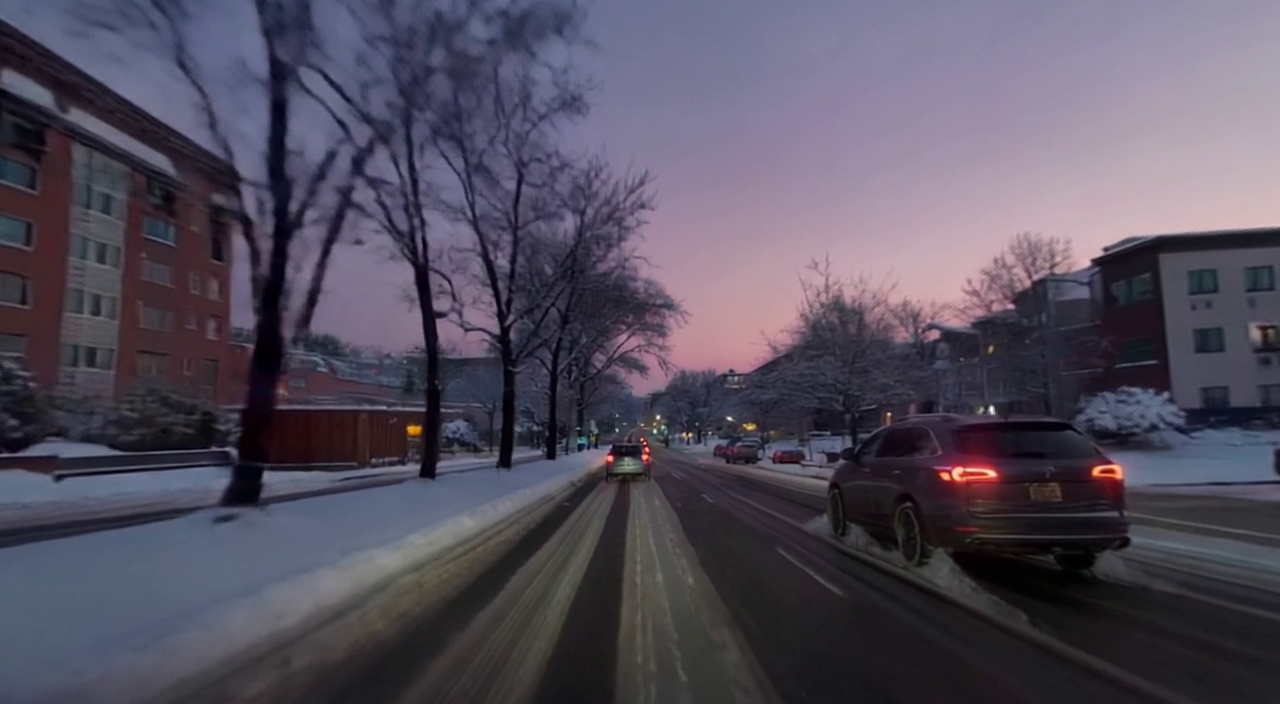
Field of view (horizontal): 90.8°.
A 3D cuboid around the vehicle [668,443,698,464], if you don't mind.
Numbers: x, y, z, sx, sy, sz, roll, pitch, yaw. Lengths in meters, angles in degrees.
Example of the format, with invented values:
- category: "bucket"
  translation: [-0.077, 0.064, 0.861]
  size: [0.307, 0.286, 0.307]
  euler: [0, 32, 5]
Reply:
- category: "vehicle"
  translation: [3.263, 7.810, 48.713]
  size: [1.910, 1.474, 4.003]
  euler: [0, -9, -2]

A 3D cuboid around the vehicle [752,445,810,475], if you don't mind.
- category: "vehicle"
  translation: [7.504, 5.778, 34.125]
  size: [1.962, 1.484, 4.644]
  euler: [0, -9, -2]

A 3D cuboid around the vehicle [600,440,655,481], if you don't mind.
- category: "vehicle"
  translation: [-0.440, 4.247, 24.911]
  size: [2.006, 1.487, 3.535]
  euler: [0, -9, 1]

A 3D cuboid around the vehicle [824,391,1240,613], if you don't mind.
- category: "vehicle"
  translation: [3.669, 1.470, 7.022]
  size: [1.949, 1.723, 4.020]
  euler: [0, -9, -1]
